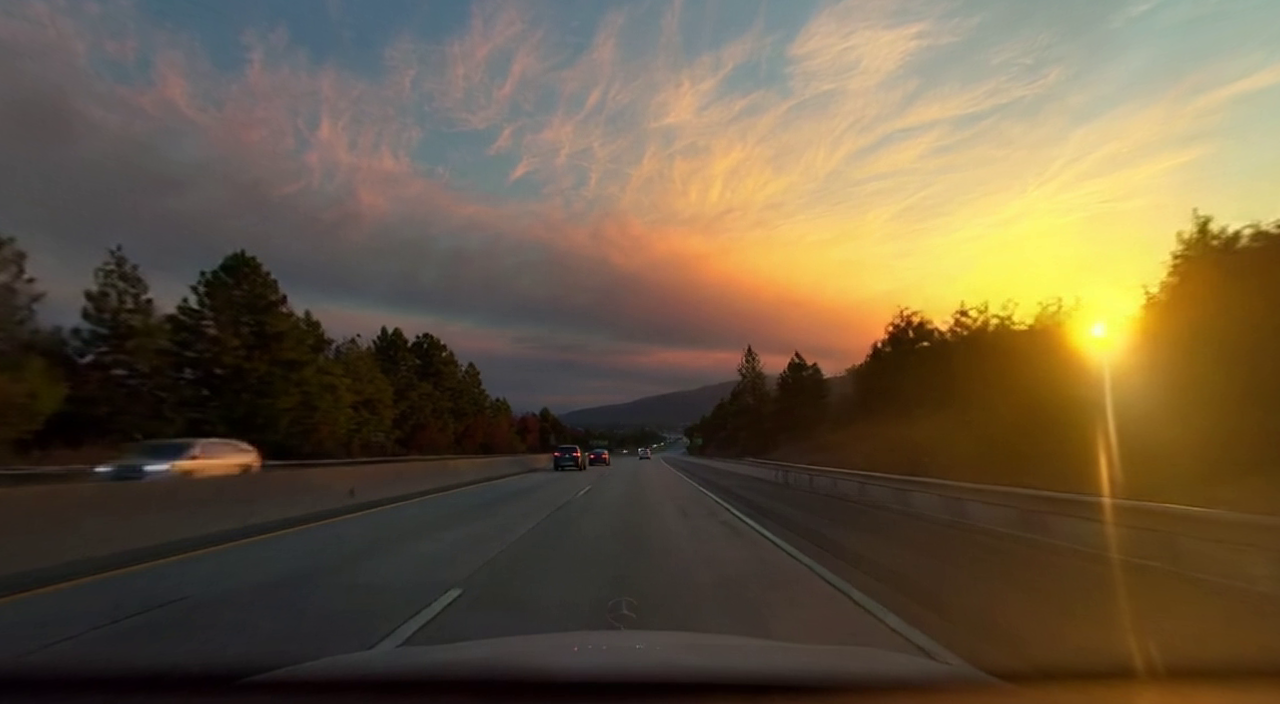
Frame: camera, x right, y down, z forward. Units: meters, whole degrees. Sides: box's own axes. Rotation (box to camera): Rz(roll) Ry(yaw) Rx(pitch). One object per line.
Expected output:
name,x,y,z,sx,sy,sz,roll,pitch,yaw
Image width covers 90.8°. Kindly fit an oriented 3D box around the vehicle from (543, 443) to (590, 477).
vehicle,-3.639,5.433,31.946,1.846,1.600,4.108,0,-9,1
